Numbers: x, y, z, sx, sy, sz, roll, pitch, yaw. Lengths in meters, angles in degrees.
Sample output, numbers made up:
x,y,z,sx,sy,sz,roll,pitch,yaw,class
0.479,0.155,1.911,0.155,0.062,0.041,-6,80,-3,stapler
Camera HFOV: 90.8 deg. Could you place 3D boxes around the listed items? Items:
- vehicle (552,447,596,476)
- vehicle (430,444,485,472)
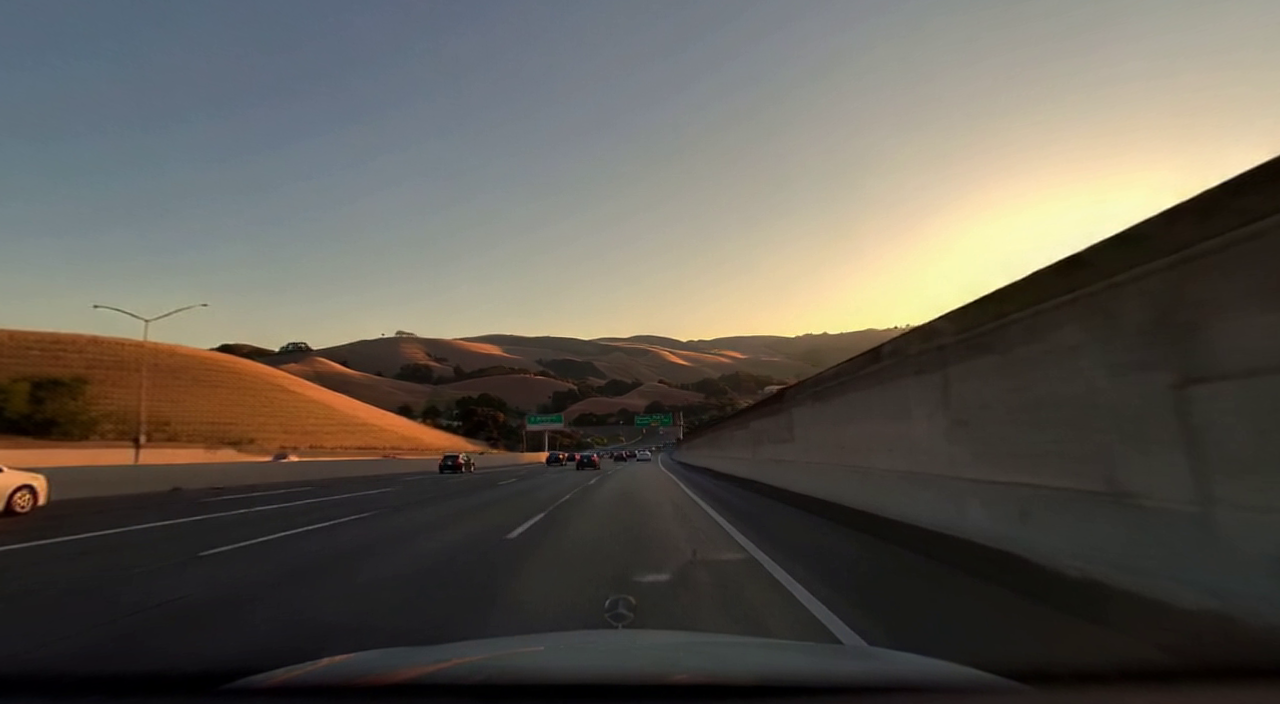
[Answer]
x,y,z,sx,sy,sz,roll,pitch,yaw,class
-3.602,6.063,35.259,1.931,1.492,4.076,0,-9,1,vehicle
-12.190,7.086,42.468,2.076,1.766,4.831,0,-9,2,vehicle
